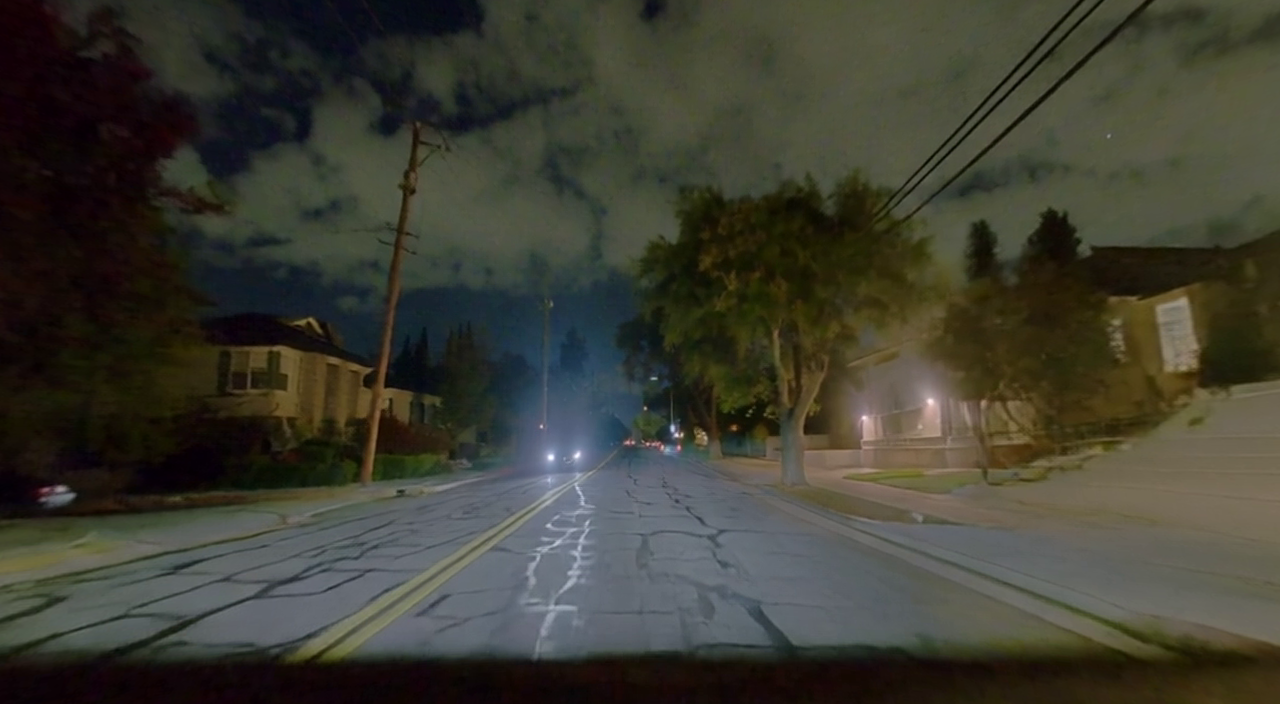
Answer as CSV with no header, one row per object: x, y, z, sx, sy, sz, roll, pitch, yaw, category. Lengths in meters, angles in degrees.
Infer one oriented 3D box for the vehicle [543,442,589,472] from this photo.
-3.823,5.471,33.253,1.959,1.473,4.115,0,-8,0,vehicle
